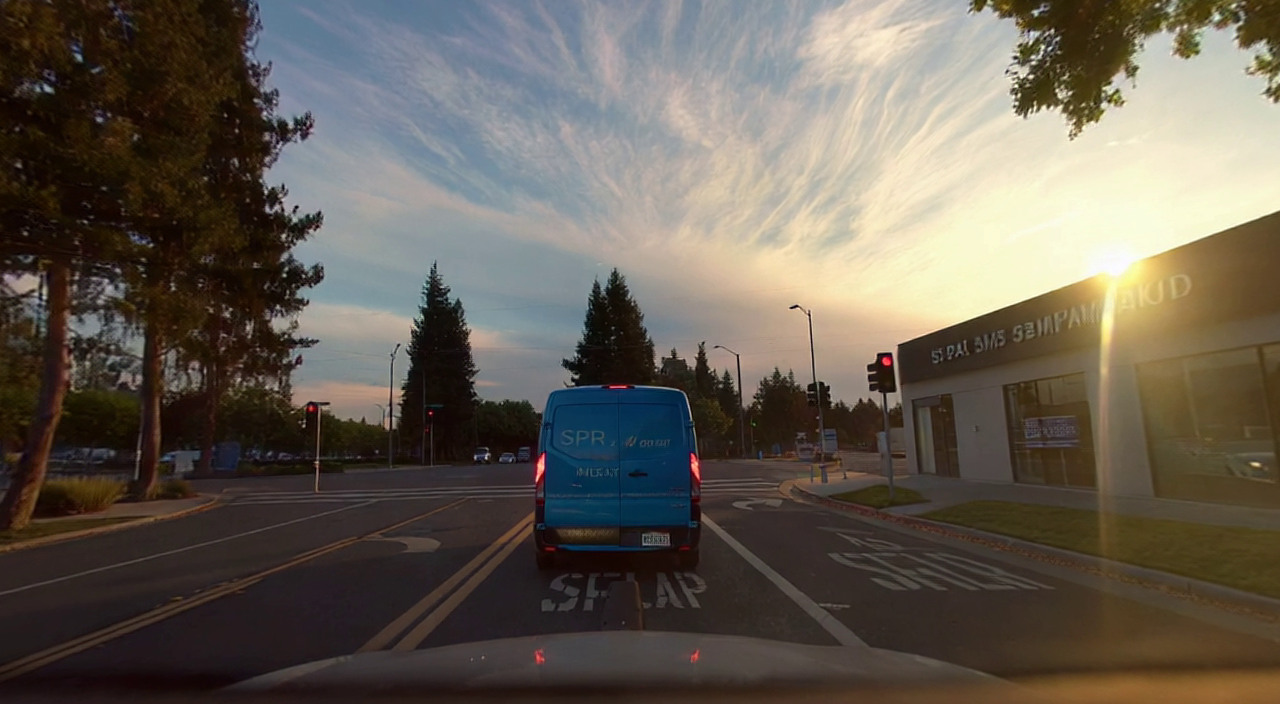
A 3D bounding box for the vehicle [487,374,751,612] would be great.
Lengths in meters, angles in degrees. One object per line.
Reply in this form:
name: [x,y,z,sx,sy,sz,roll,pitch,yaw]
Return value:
vehicle: [-0.296,1.467,7.289,2.181,1.949,3.932,1,-9,-4]
